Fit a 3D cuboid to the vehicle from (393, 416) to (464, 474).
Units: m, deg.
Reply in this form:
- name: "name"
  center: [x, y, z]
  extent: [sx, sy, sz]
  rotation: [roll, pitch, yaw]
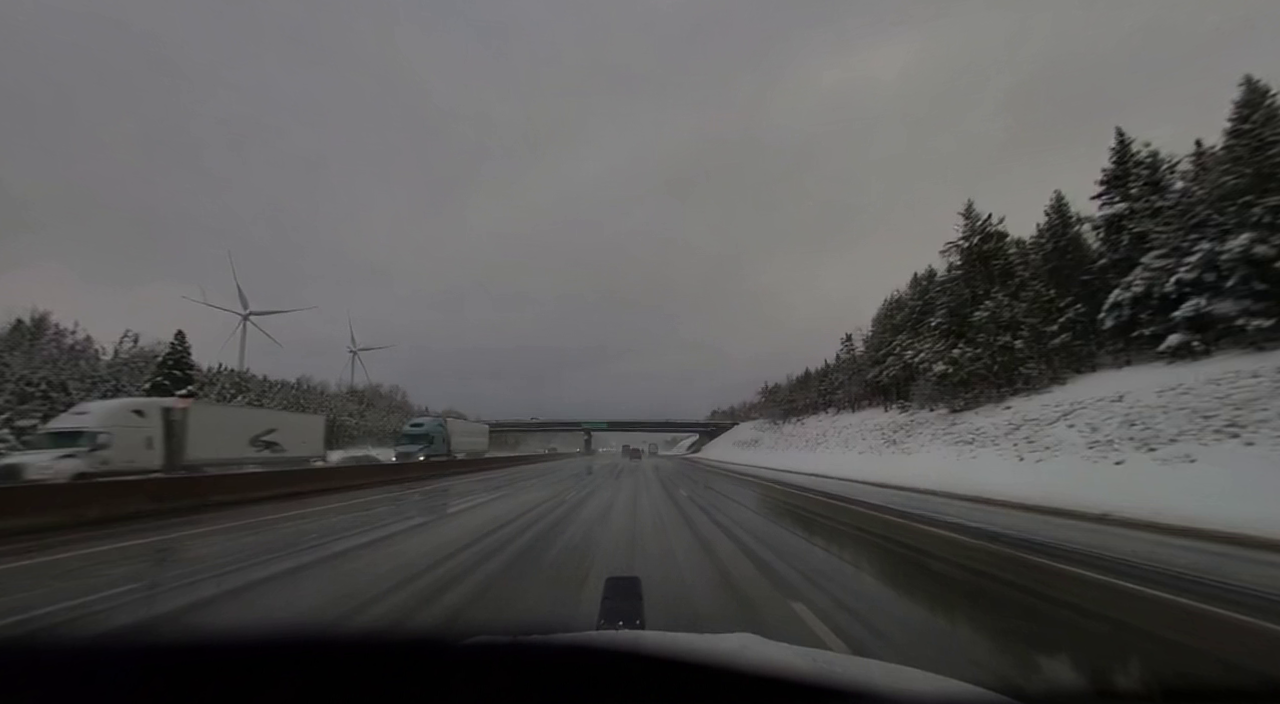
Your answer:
- name: "vehicle"
  center: [-15.686, 6.978, 47.343]
  extent: [3.154, 4.039, 6.070]
  rotation: [0, -9, 0]

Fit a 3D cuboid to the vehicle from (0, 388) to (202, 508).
- name: "vehicle"
  center: [-19.715, 3.489, 23.069]
  extent: [2.978, 3.778, 5.928]
  rotation: [0, -9, 0]
